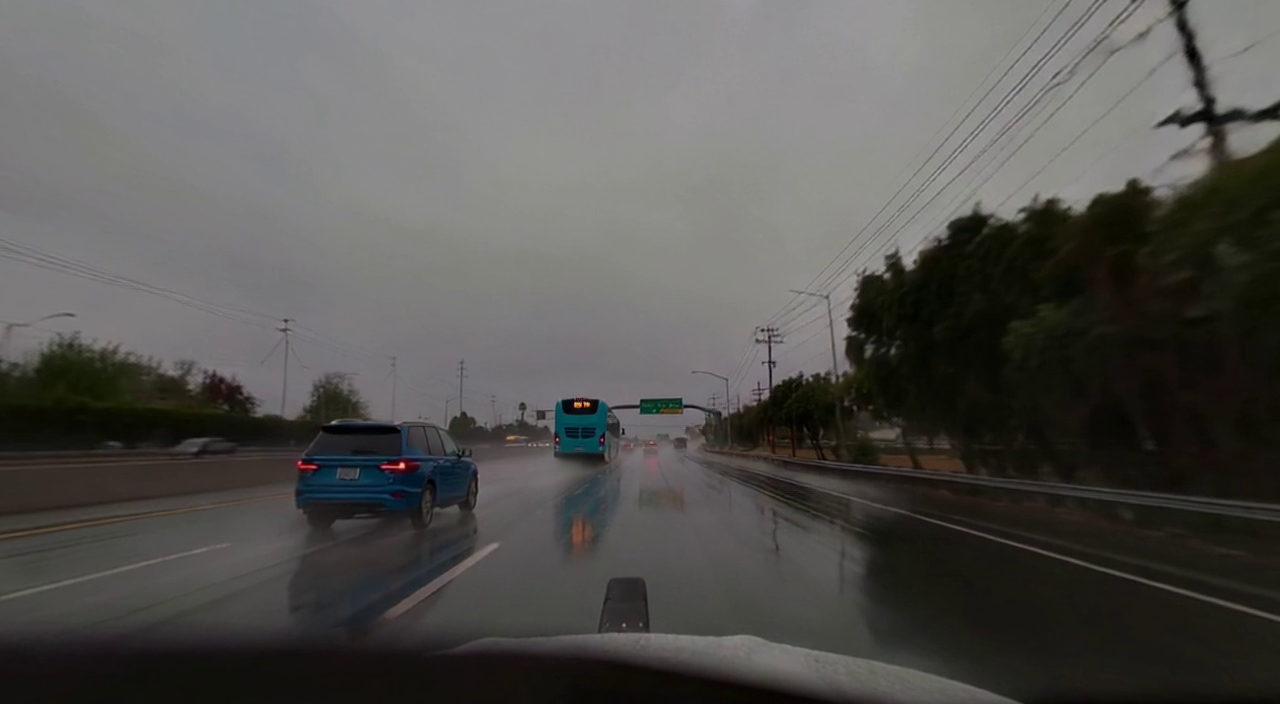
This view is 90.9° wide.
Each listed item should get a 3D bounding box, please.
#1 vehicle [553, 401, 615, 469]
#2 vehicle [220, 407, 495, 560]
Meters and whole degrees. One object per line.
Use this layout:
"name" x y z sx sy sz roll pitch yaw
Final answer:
"vehicle" -3.312 5.393 40.515 2.964 3.735 11.465 0 -8 0
"vehicle" -3.716 1.812 9.363 2.021 1.730 4.223 0 -8 1
